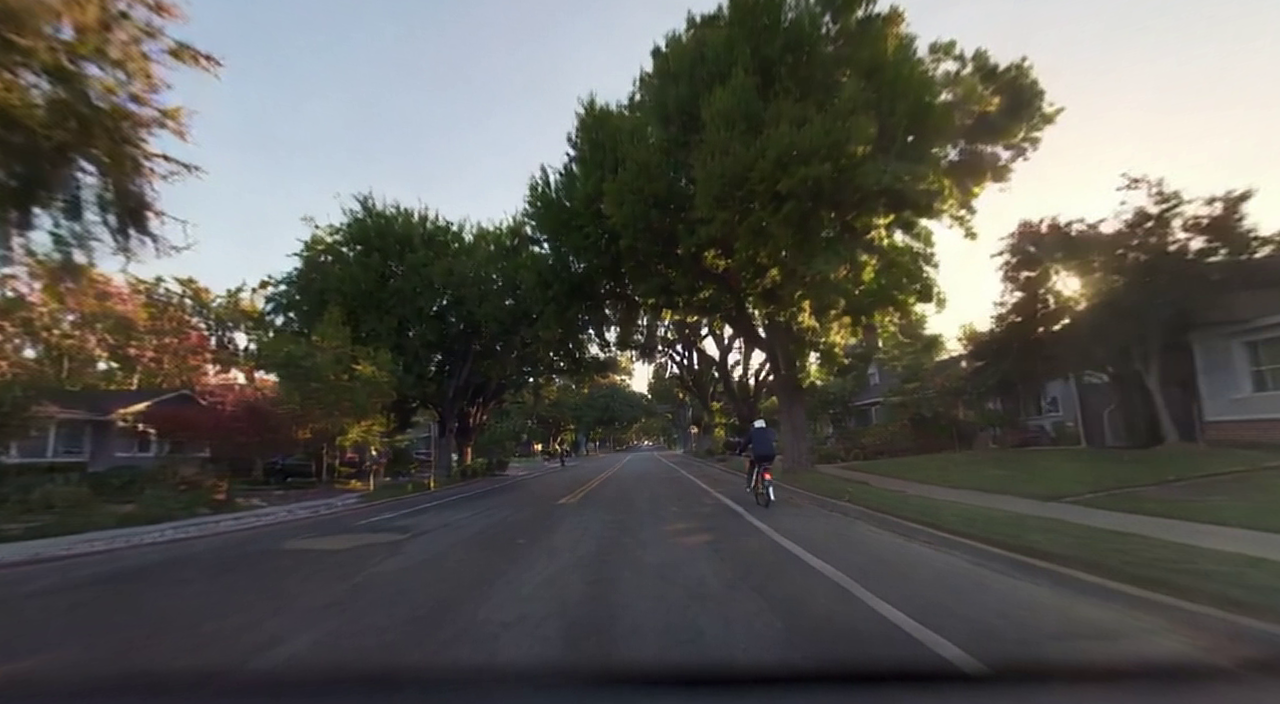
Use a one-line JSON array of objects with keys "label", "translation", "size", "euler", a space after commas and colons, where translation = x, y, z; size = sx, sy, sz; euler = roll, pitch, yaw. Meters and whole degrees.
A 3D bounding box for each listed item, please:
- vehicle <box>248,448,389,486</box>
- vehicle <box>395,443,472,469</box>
[{"label": "vehicle", "translation": [-13.137, 4.696, 26.070], "size": [4.717, 1.465, 1.887], "euler": [0, -9, -3]}, {"label": "vehicle", "translation": [-14.071, 7.096, 43.311], "size": [4.587, 1.722, 1.906], "euler": [0, -9, -2]}]
